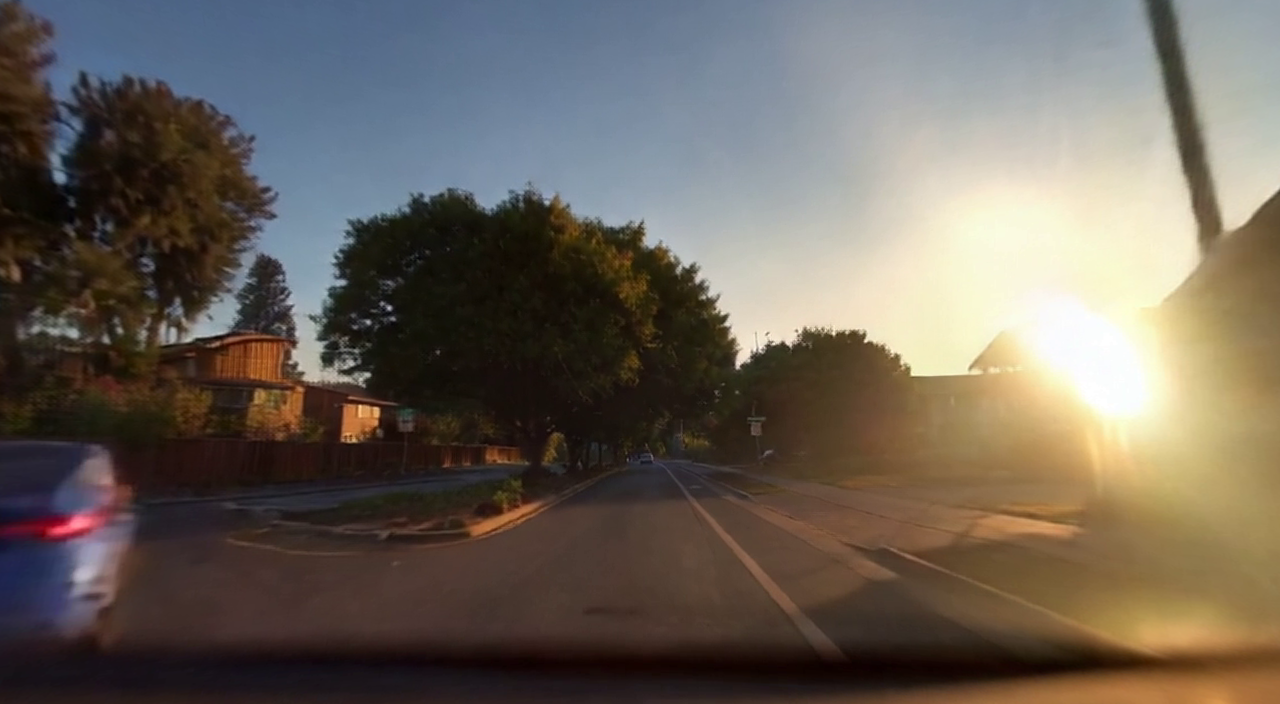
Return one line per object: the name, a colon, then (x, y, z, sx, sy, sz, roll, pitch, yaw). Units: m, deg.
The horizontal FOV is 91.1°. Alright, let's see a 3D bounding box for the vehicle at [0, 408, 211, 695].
vehicle: (-5.246, 1.410, 5.243, 2.290, 1.653, 4.127, 5, -10, -29)
